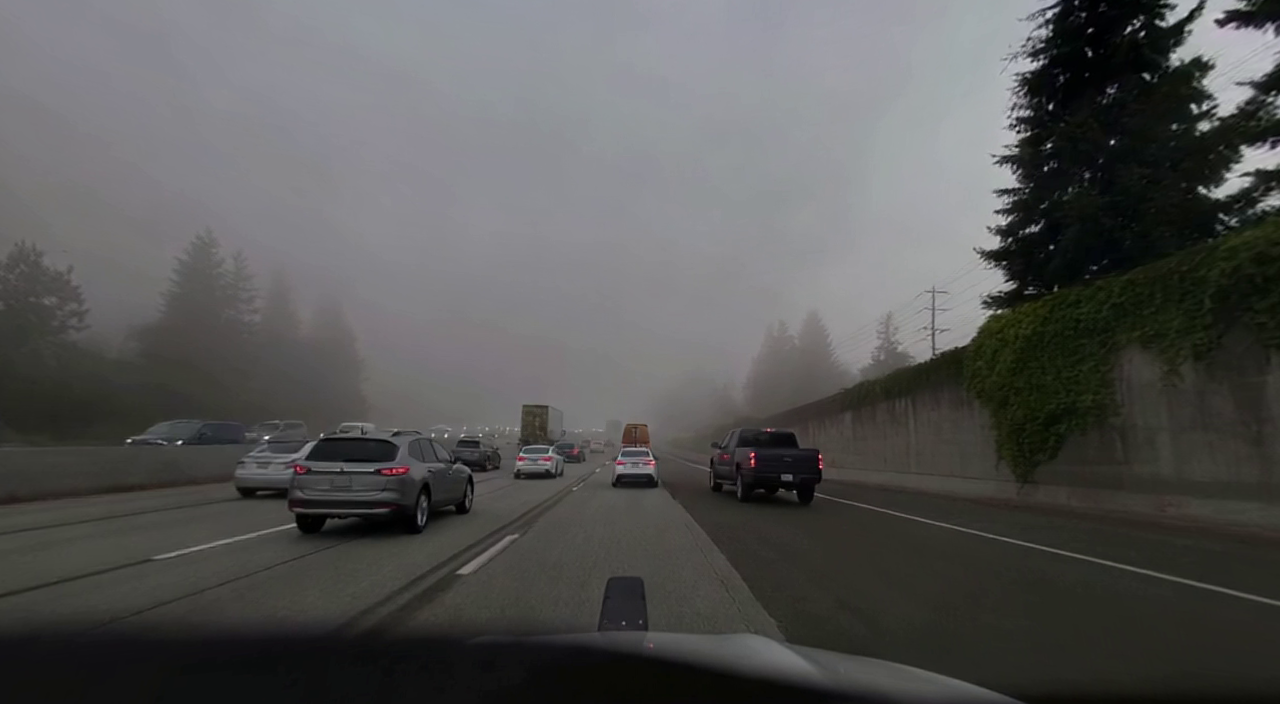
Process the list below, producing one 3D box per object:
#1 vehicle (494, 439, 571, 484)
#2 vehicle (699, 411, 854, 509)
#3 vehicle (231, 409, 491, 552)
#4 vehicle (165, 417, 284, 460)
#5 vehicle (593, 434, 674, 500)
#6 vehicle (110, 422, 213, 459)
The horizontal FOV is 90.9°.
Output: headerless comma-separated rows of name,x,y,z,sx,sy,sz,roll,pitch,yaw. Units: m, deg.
vehicle,-3.910,4.065,23.809,2.049,1.530,4.707,0,-8,0
vehicle,3.277,2.798,16.832,2.793,2.132,5.682,0,-8,-1
vehicle,-3.941,1.894,9.986,2.026,1.719,4.490,0,-8,0
vehicle,-20.597,4.373,31.669,2.071,1.972,5.676,0,-8,0
vehicle,-0.182,3.228,18.176,2.092,1.671,3.889,0,-8,0
vehicle,-24.481,4.589,32.505,2.056,1.752,4.276,0,-8,-2
